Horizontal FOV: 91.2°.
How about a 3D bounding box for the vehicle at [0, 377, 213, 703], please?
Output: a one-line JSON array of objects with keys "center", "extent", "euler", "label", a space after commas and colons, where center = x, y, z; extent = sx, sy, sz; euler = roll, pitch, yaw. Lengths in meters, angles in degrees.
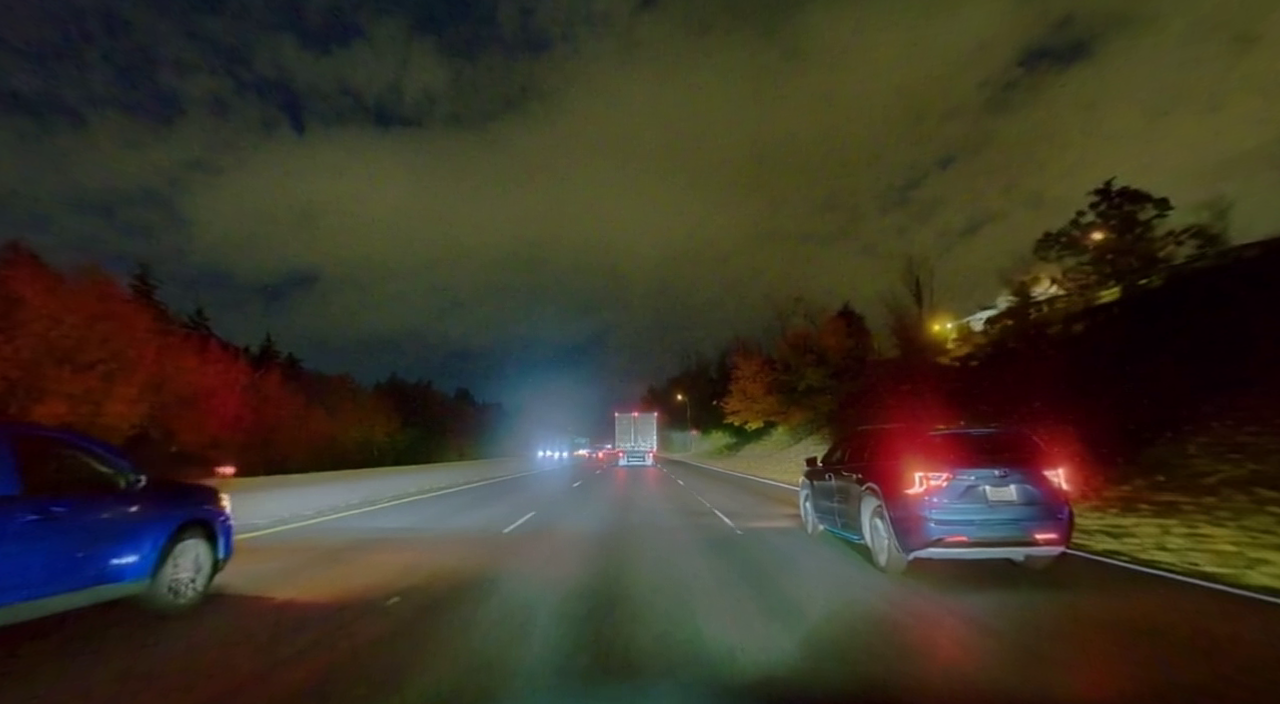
[{"center": [-3.893, 0.785, 1.968], "extent": [1.979, 1.587, 4.365], "euler": [0, -9, 0], "label": "vehicle"}]
